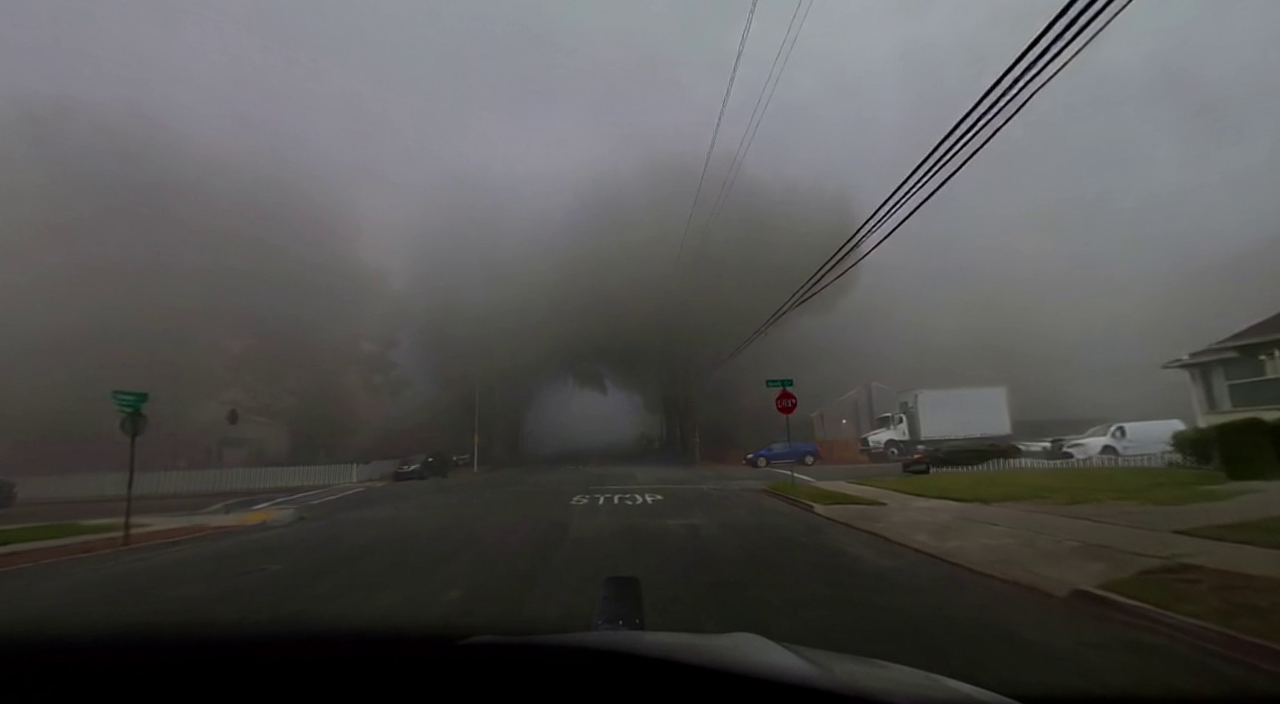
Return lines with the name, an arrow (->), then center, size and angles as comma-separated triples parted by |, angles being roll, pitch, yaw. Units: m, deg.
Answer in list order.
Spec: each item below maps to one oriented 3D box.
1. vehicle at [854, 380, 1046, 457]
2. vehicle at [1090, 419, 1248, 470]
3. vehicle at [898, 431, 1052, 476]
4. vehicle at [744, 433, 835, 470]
vehicle -> 14.972, 3.330, 31.050 | 7.759, 3.523, 2.930 | 0, -9, 0
vehicle -> 19.303, 3.399, 23.180 | 3.982, 1.661, 2.106 | 2, -9, -4
vehicle -> 12.091, 3.673, 22.993 | 4.488, 1.507, 1.954 | 0, -8, -4
vehicle -> 7.278, 4.899, 31.085 | 3.867, 1.710, 2.107 | 0, -9, -1
